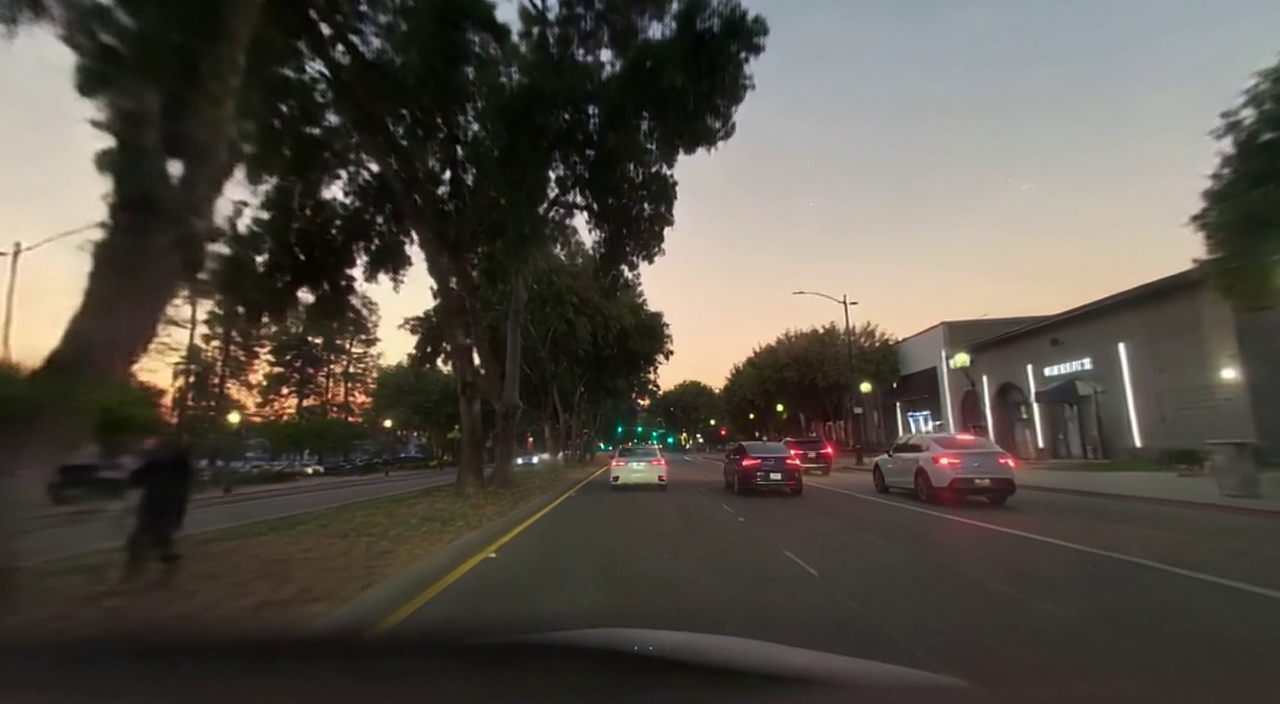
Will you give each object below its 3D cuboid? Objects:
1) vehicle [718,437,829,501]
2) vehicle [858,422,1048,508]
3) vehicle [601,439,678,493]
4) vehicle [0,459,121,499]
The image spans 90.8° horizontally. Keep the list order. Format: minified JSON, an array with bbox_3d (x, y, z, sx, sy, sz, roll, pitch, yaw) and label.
[{"bbox_3d":[3.401,3.066,16.978,1.993,1.477,4.240,0,-9,-1],"label":"vehicle"},{"bbox_3d":[7.178,2.656,15.264,2.052,1.708,4.842,0,-9,-1],"label":"vehicle"},{"bbox_3d":[-0.051,3.481,19.625,2.101,1.444,4.248,0,-9,-1],"label":"vehicle"},{"bbox_3d":[-26.411,5.652,28.270,4.559,1.663,2.059,-1,-9,3],"label":"vehicle"}]
